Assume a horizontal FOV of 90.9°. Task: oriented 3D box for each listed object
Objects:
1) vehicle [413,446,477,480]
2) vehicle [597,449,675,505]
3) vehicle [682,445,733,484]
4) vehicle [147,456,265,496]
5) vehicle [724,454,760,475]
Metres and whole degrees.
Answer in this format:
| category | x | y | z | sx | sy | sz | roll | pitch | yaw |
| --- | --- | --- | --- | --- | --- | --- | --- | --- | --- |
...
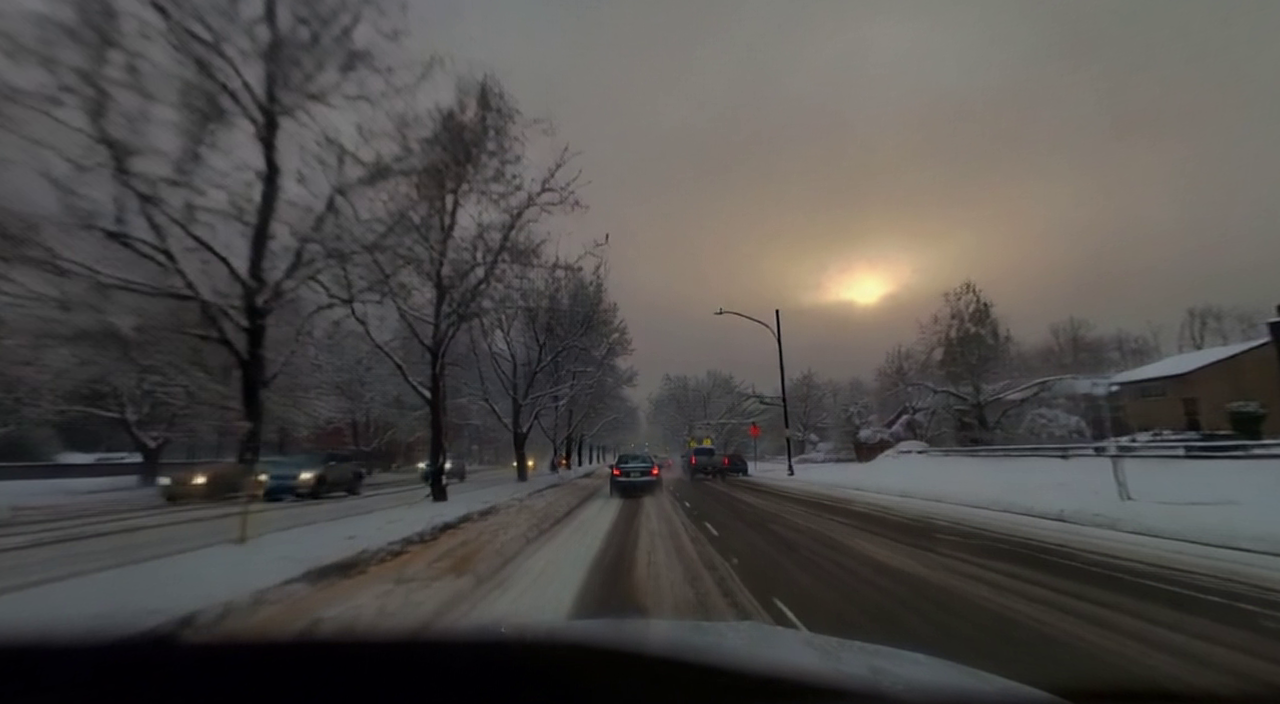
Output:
| category | x | y | z | sx | sy | sz | roll | pitch | yaw |
| --- | --- | --- | --- | --- | --- | --- | --- | --- | --- |
| vehicle | -11.655 | 6.619 | 37.983 | 2.370 | 1.892 | 4.343 | 0 | -9 | 1 |
| vehicle | -0.117 | 3.751 | 19.378 | 2.140 | 1.474 | 4.026 | 0 | -9 | 0 |
| vehicle | 3.284 | 5.562 | 31.537 | 2.073 | 1.822 | 4.276 | 0 | -9 | 0 |
| vehicle | -18.373 | 5.237 | 26.993 | 1.928 | 1.491 | 4.316 | 0 | -9 | 1 |
| vehicle | 7.836 | 8.677 | 48.745 | 1.980 | 1.497 | 4.345 | 0 | -9 | 0 |
